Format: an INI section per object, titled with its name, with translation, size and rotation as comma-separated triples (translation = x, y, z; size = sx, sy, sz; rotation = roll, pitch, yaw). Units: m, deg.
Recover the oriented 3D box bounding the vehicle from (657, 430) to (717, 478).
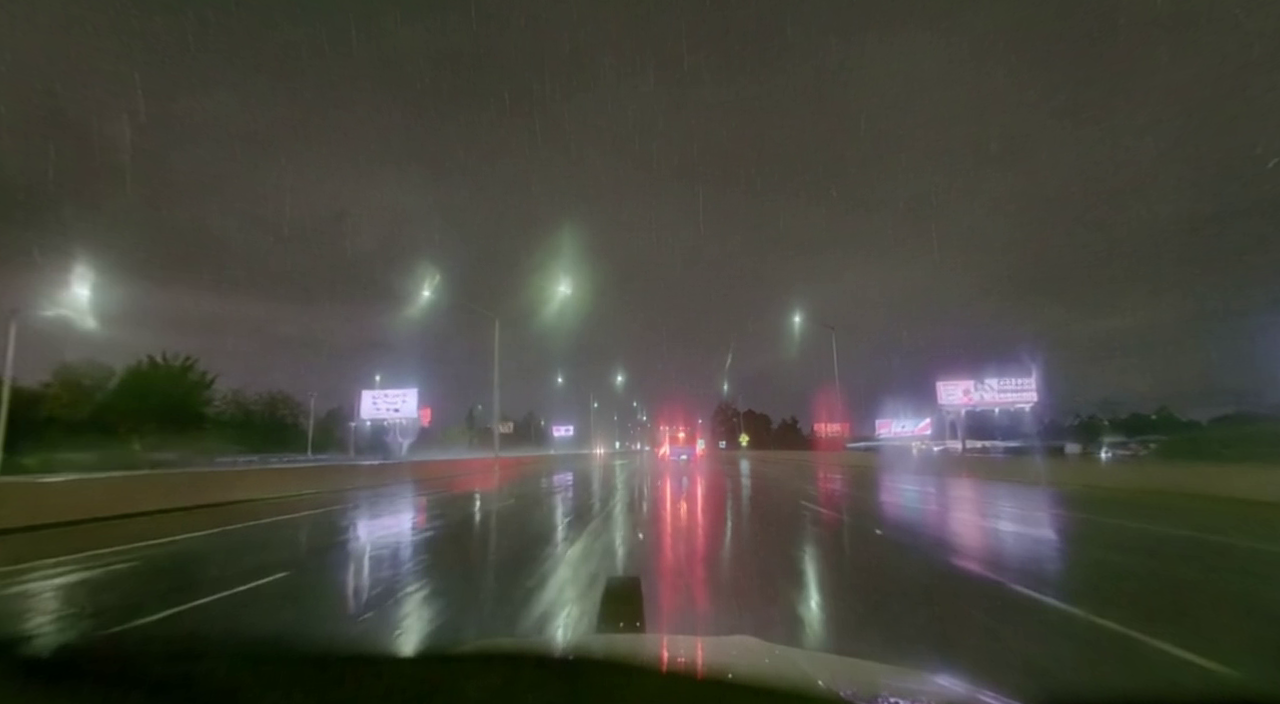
[vehicle]
translation = 2.290, 5.190, 32.237
size = 2.740, 2.157, 6.300
rotation = -1, -9, 2
